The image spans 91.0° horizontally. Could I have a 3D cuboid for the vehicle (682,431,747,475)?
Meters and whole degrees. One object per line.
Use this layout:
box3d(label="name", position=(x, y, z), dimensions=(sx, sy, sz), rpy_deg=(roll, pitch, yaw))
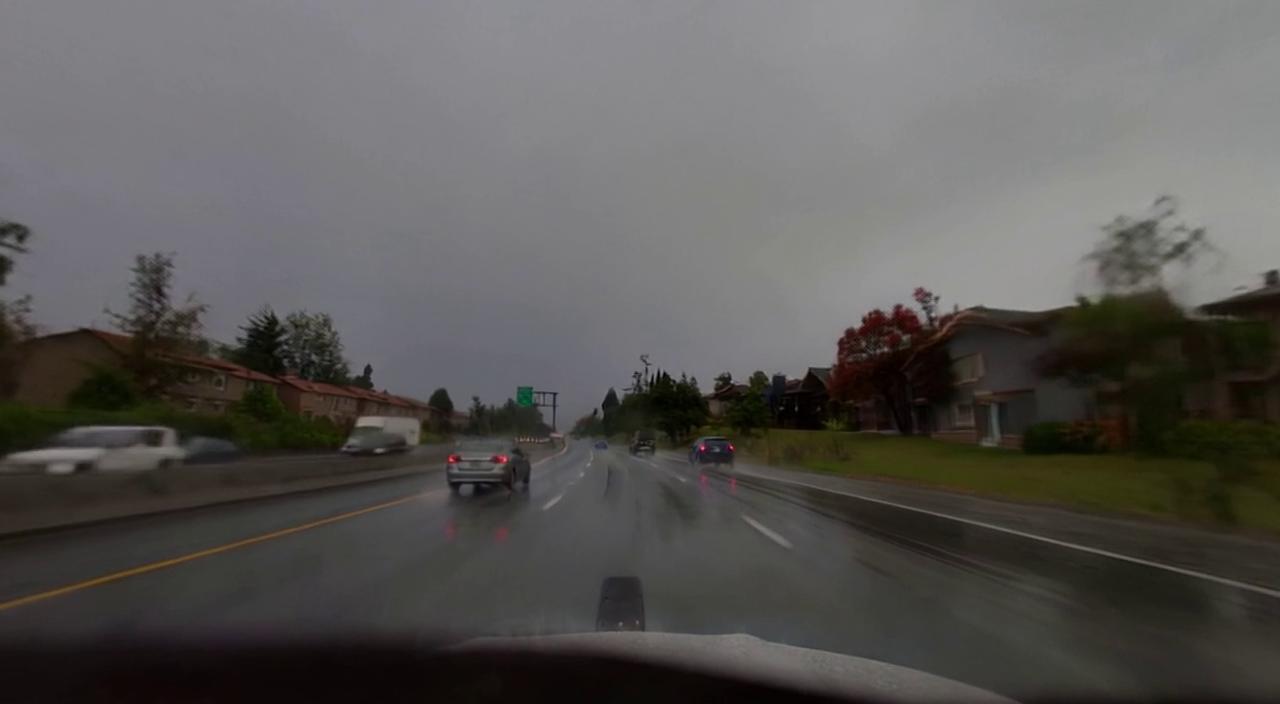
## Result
box3d(label="vehicle", position=(3.027, 4.228, 26.505), dimensions=(2.092, 1.686, 4.188), rpy_deg=(0, -9, -2))

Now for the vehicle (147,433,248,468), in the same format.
box3d(label="vehicle", position=(-20.681, 4.622, 29.679), dimensions=(1.857, 1.522, 4.077), rpy_deg=(0, -8, -1))

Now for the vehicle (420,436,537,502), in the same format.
box3d(label="vehicle", position=(-4.155, 3.084, 17.052), dimensions=(2.036, 1.528, 4.400), rpy_deg=(0, -9, -1))

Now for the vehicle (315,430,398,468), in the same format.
box3d(label="vehicle", position=(-12.890, 4.444, 28.951), dimensions=(1.896, 1.590, 4.222), rpy_deg=(0, -9, -1))

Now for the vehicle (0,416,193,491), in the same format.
box3d(label="vehicle", position=(-16.437, 2.920, 18.293), dimensions=(2.878, 1.844, 5.557), rpy_deg=(0, -9, -2))
